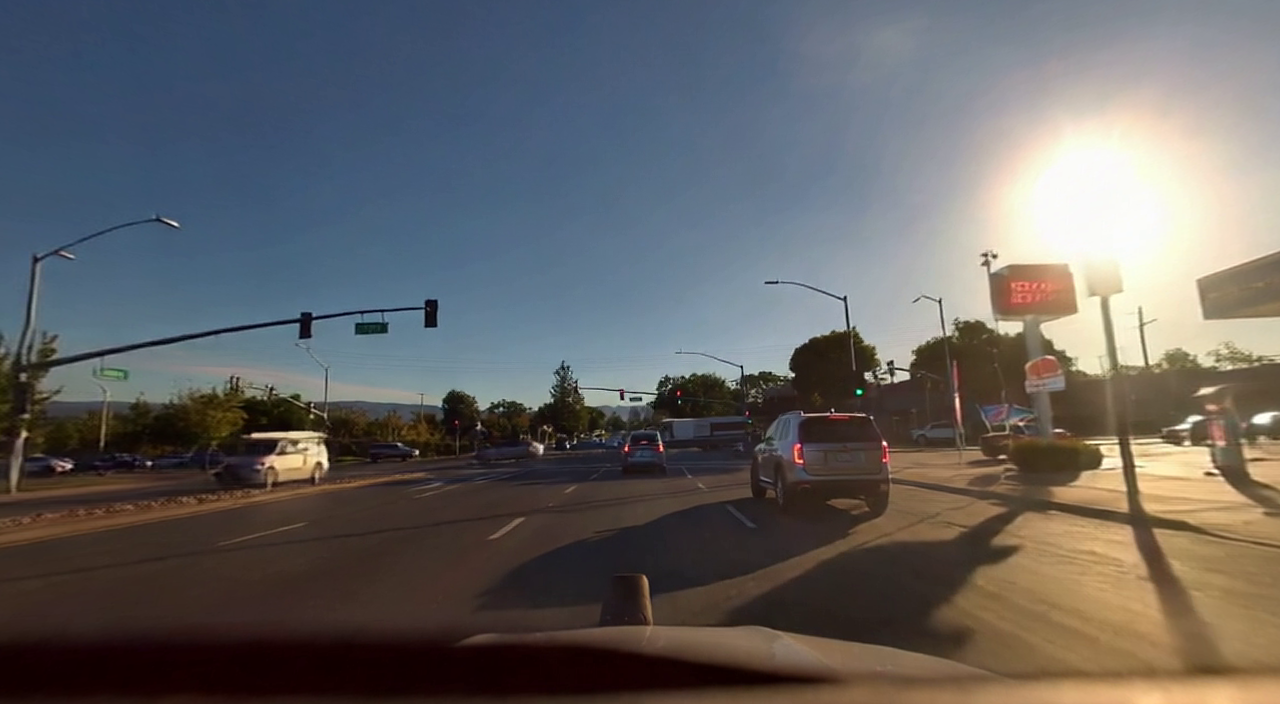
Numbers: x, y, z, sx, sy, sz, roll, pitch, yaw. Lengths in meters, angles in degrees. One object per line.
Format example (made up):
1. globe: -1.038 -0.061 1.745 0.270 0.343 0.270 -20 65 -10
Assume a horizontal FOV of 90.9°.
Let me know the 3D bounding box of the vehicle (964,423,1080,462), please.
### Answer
1. vehicle: 16.853 4.016 27.941 3.848 1.674 1.887 0 -9 2

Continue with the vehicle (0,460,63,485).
1. vehicle: -44.228 8.558 44.699 4.574 1.666 1.865 0 -8 -3

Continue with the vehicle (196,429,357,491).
1. vehicle: -13.063 3.930 23.230 2.191 1.984 5.431 -1 -9 7

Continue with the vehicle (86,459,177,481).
1. vehicle: -35.804 8.310 44.446 4.753 1.478 1.846 0 -8 0

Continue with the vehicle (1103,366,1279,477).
1. vehicle: 16.096 1.869 16.590 5.790 2.675 2.554 1 -9 -4

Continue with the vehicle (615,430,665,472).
1. vehicle: 0.046 4.409 28.115 2.067 1.702 3.987 0 -8 1

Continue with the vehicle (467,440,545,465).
1. vehicle: -8.559 6.459 40.616 1.835 1.485 4.788 -7 -11 41

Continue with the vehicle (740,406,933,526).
1. vehicle: 3.287 2.026 11.663 2.083 1.779 4.347 0 -8 -1
